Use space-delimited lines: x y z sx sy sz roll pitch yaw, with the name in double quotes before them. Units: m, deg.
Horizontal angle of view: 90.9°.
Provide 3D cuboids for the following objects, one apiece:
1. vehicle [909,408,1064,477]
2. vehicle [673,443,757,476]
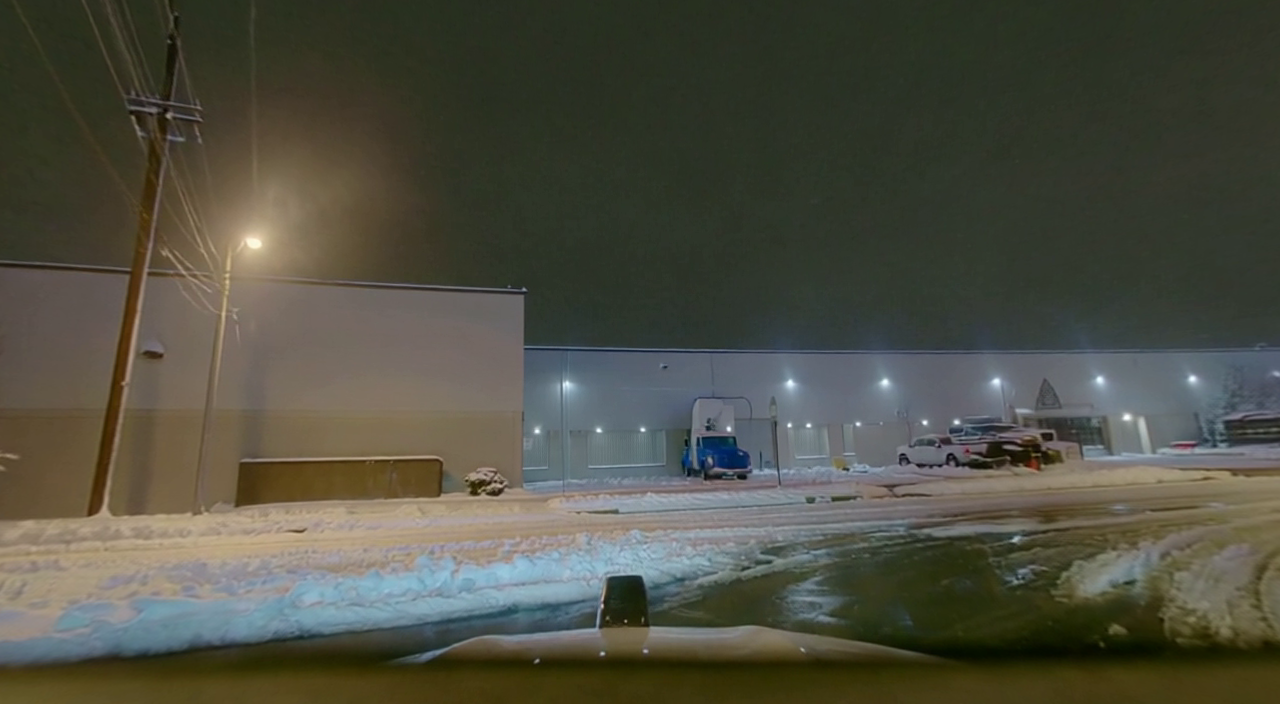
"vehicle" 17.480 4.636 32.034 6.271 3.004 2.298 -3 -11 -5
"vehicle" 4.874 7.066 41.562 5.207 2.103 1.997 0 -8 -4
